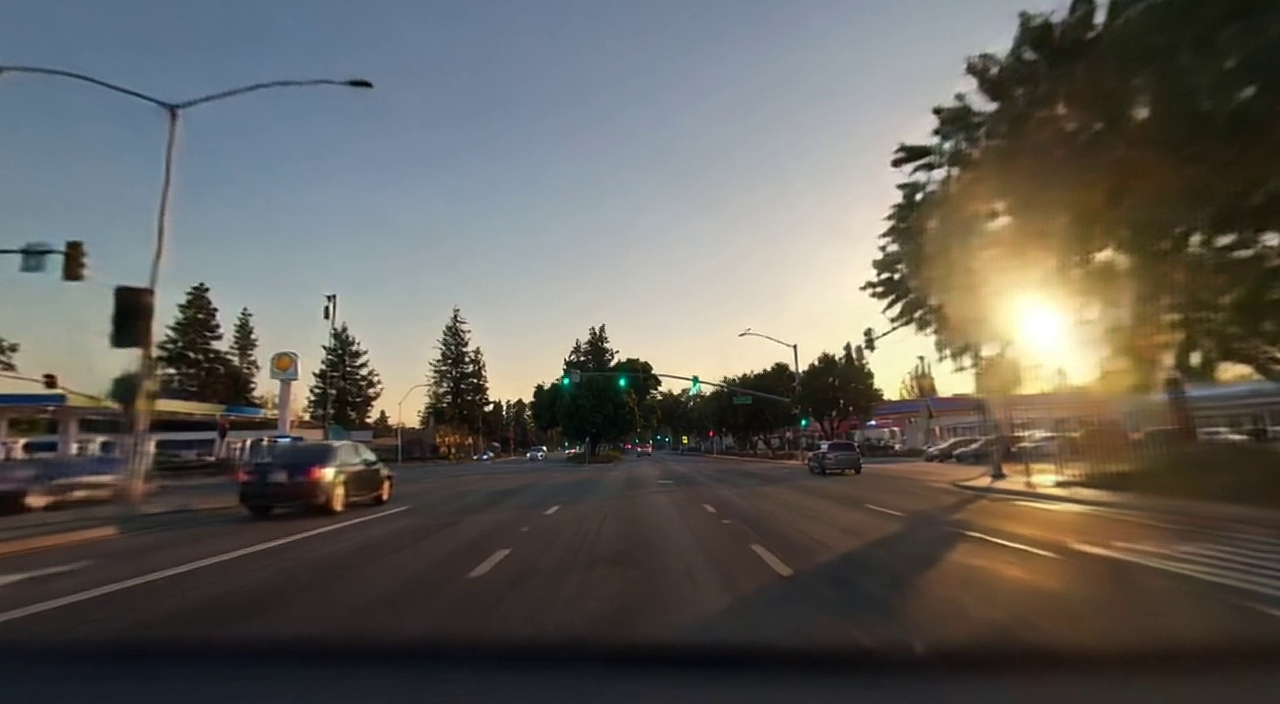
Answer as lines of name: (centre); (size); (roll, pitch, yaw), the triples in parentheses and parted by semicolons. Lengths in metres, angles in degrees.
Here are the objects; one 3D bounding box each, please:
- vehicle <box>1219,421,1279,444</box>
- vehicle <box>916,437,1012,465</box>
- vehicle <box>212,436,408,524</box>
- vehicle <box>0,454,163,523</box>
vehicle: (42.337, 5.509, 42.872); (1.763, 1.453, 4.534); (0, -8, 0)
vehicle: (18.220, 5.612, 35.754); (4.533, 1.485, 1.916); (-3, -9, 19)
vehicle: (-6.648, 2.593, 13.396); (1.898, 1.539, 4.314); (0, -8, -1)
vehicle: (-14.976, 3.407, 16.334); (1.843, 1.447, 4.419); (0, -8, 0)
